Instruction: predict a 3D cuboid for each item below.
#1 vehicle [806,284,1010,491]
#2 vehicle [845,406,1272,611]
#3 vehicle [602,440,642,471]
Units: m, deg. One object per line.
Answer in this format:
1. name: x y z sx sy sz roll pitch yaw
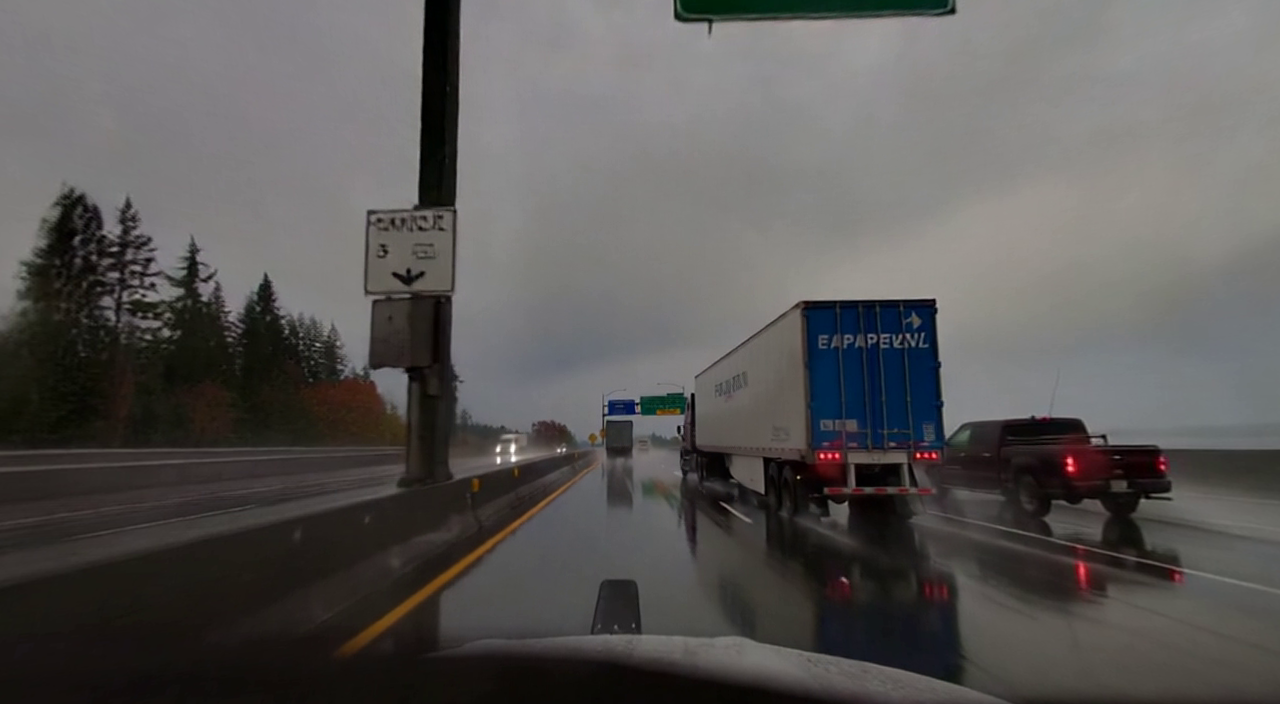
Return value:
1. vehicle: 4.201 0.625 10.323 2.244 3.047 2.035 0 -8 -2
2. vehicle: 4.543 1.449 6.786 4.253 1.543 2.045 4 -9 -30
3. vehicle: -0.943 5.309 32.459 1.943 1.491 3.459 0 -8 -2
